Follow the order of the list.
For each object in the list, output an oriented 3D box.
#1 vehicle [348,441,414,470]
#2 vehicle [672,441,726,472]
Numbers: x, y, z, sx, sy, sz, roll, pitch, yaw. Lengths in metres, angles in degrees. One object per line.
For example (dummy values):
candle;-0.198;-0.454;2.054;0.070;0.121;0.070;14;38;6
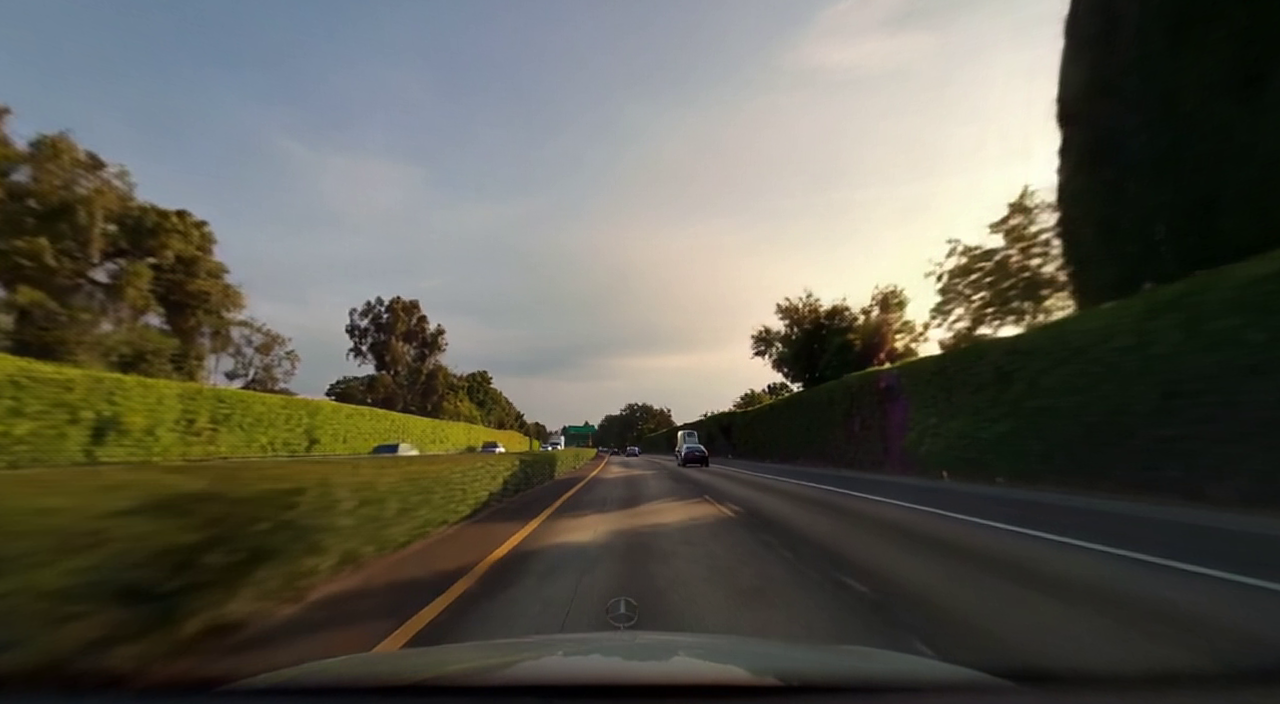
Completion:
vehicle;-13.630;5.483;33.279;1.779;1.429;4.161;0;-9;-1
vehicle;3.020;5.506;33.091;2.244;1.498;4.338;0;-9;-3
